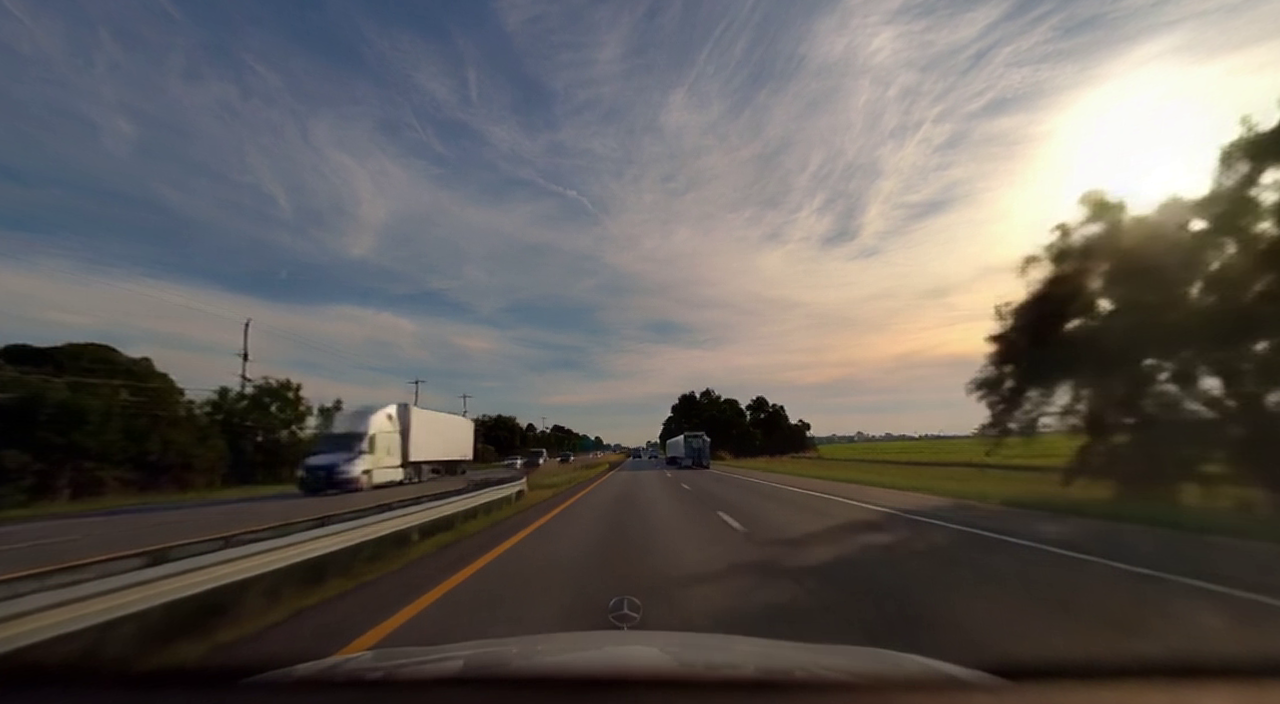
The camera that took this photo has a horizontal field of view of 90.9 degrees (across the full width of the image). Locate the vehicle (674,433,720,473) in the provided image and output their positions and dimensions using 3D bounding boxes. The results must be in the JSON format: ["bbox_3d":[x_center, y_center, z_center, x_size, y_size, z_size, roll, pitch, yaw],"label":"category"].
[{"bbox_3d":[3.823,6.948,43.413,2.472,2.562,5.594,0,-9,-2],"label":"vehicle"}]

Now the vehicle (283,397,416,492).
[{"bbox_3d":[-13.263,4.332,29.460,3.328,3.980,5.765,0,-9,0],"label":"vehicle"}]

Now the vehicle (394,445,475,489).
[{"bbox_3d":[-9.142,5.126,28.518,2.072,1.794,4.732,0,-9,-1],"label":"vehicle"}]

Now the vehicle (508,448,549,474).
[{"bbox_3d":[-8.515,8.358,48.688,2.140,1.850,5.186,0,-9,1],"label":"vehicle"}]
